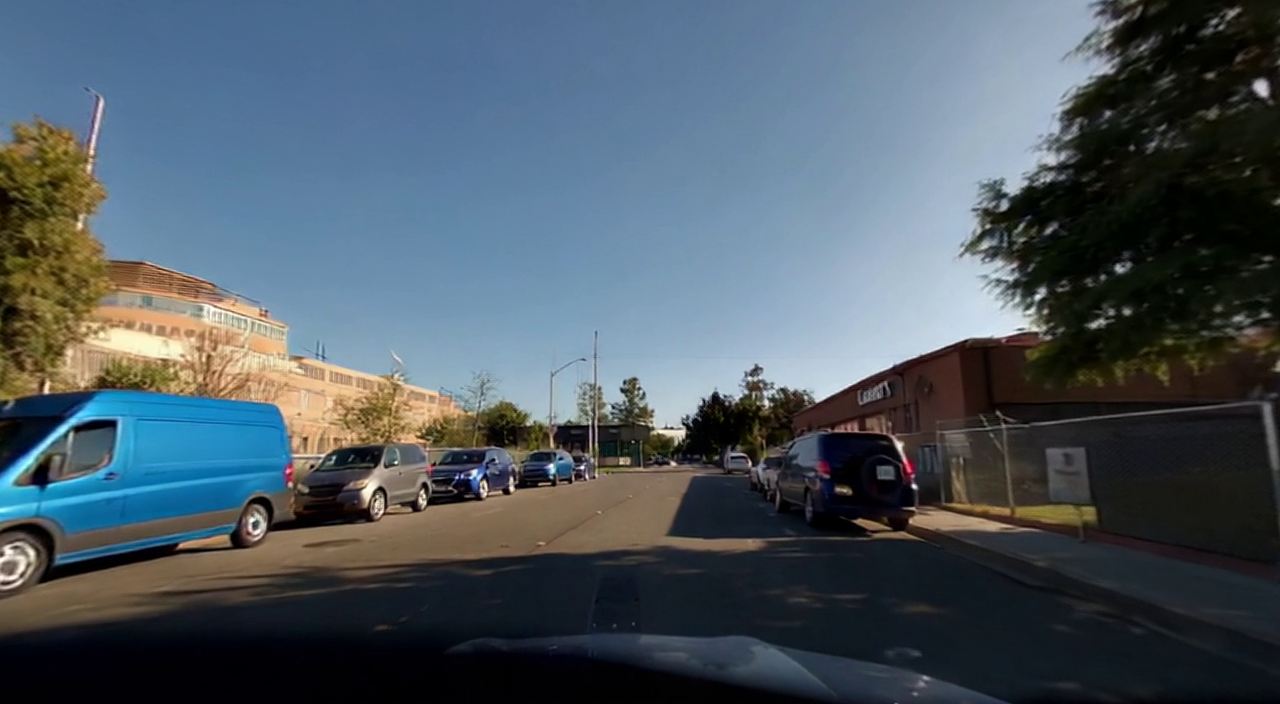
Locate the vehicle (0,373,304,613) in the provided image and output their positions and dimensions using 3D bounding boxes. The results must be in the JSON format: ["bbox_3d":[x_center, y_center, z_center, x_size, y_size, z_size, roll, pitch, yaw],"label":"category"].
[{"bbox_3d":[-7.246,1.786,8.643,2.435,2.308,4.937,-5,-8,3],"label":"vehicle"}]

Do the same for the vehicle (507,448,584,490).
[{"bbox_3d":[-4.703,5.910,32.503,2.504,1.919,5.658,-1,-8,7],"label":"vehicle"}]

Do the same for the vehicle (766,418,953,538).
[{"bbox_3d":[4.334,2.576,13.802,2.327,2.021,5.850,-1,-8,4],"label":"vehicle"}]

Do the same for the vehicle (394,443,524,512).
[{"bbox_3d":[-5.839,4.101,21.394,2.304,1.937,5.720,-2,-8,5],"label":"vehicle"}]

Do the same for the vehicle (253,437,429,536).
[{"bbox_3d":[-6.665,2.987,14.688,1.857,1.908,4.081,-1,-8,4],"label":"vehicle"}]
